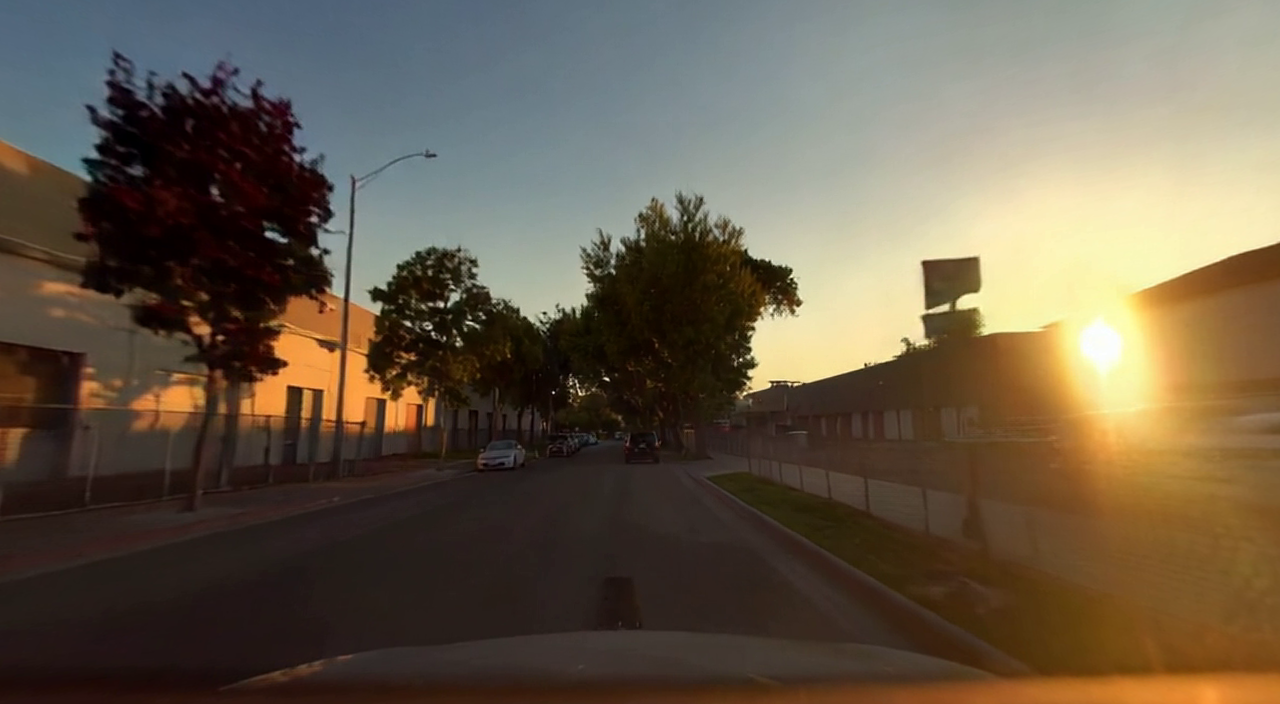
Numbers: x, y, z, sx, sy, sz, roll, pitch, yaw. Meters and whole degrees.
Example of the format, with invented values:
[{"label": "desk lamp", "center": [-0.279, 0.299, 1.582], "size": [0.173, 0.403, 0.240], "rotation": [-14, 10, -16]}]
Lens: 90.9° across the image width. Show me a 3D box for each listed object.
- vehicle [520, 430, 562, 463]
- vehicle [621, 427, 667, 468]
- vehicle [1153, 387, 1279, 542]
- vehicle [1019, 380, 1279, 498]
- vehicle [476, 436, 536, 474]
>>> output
[{"label": "vehicle", "center": [-6.668, 6.471, 43.097], "size": [2.005, 1.989, 4.929], "rotation": [-3, -9, 0]}, {"label": "vehicle", "center": [0.173, 4.737, 31.558], "size": [2.152, 1.874, 4.042], "rotation": [0, -8, 0]}, {"label": "vehicle", "center": [8.629, 1.047, 6.629], "size": [4.616, 1.500, 1.963], "rotation": [-4, -11, -1]}, {"label": "vehicle", "center": [9.586, 1.469, 10.713], "size": [4.910, 1.786, 2.124], "rotation": [0, -8, -2]}, {"label": "vehicle", "center": [-6.119, 4.753, 29.144], "size": [1.938, 1.500, 4.130], "rotation": [-3, -10, -2]}]
